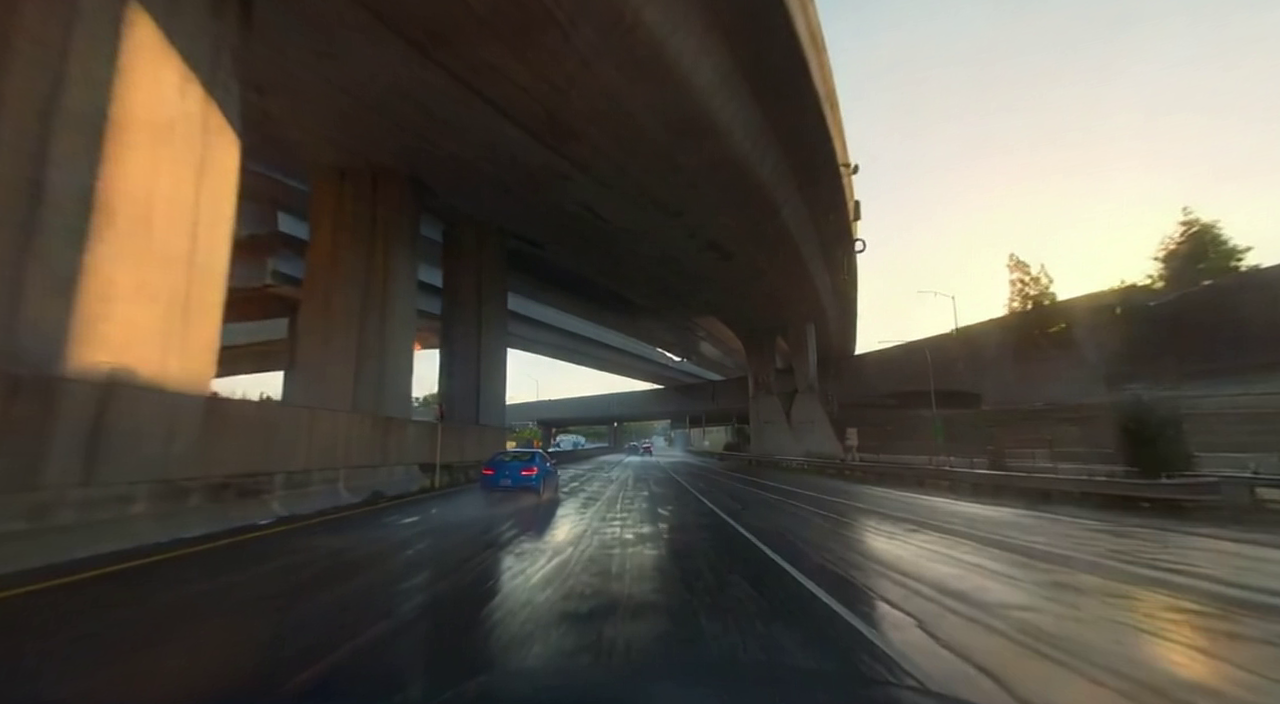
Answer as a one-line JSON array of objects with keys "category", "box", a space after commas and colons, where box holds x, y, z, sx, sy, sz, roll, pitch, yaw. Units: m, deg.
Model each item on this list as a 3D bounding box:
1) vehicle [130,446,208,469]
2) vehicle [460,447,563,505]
[{"category": "vehicle", "box": [-33.946, 7.585, 45.528, 1.882, 1.521, 4.666, 0, -9, 2]}, {"category": "vehicle", "box": [-3.590, 3.533, 18.442, 2.044, 1.478, 4.114, 0, -9, 1]}]
